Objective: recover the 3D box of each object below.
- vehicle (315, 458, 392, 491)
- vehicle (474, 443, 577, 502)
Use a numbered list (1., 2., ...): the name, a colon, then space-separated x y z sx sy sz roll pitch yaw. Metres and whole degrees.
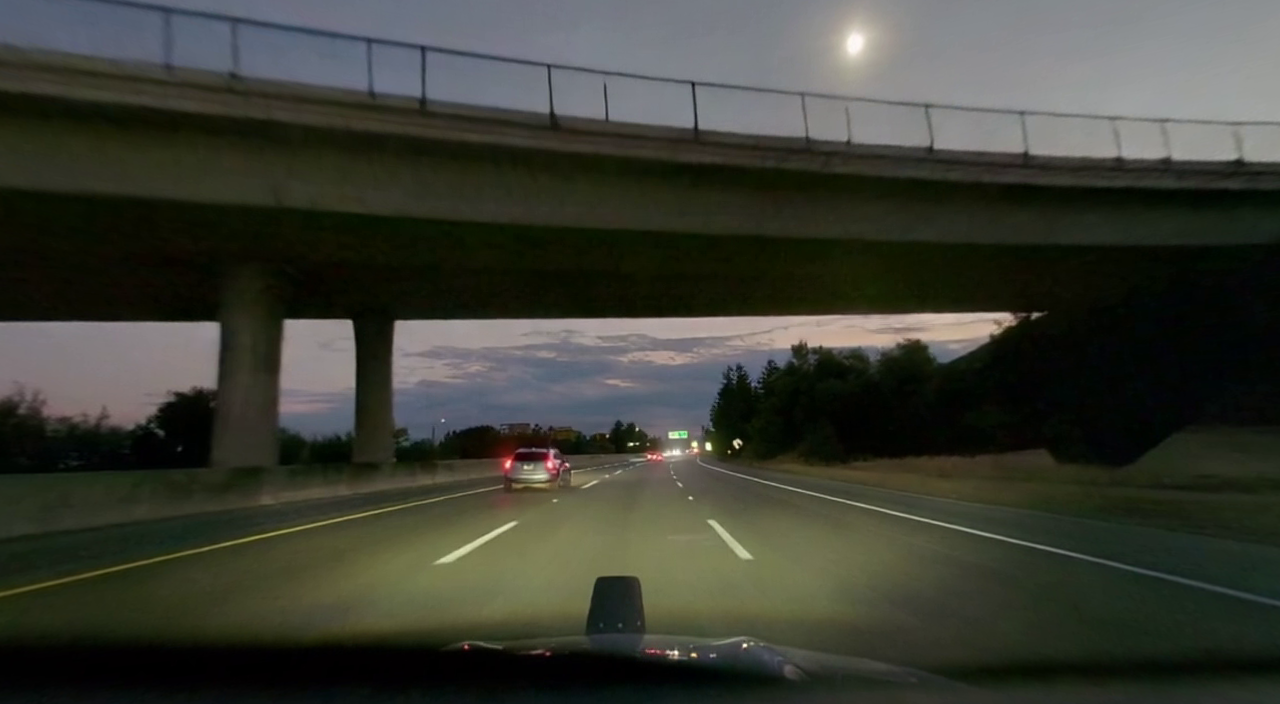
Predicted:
1. vehicle: -15.674 6.683 34.735 1.994 1.614 4.446 -1 -9 2
2. vehicle: -3.473 3.777 20.168 2.274 1.628 4.807 -1 -9 2
